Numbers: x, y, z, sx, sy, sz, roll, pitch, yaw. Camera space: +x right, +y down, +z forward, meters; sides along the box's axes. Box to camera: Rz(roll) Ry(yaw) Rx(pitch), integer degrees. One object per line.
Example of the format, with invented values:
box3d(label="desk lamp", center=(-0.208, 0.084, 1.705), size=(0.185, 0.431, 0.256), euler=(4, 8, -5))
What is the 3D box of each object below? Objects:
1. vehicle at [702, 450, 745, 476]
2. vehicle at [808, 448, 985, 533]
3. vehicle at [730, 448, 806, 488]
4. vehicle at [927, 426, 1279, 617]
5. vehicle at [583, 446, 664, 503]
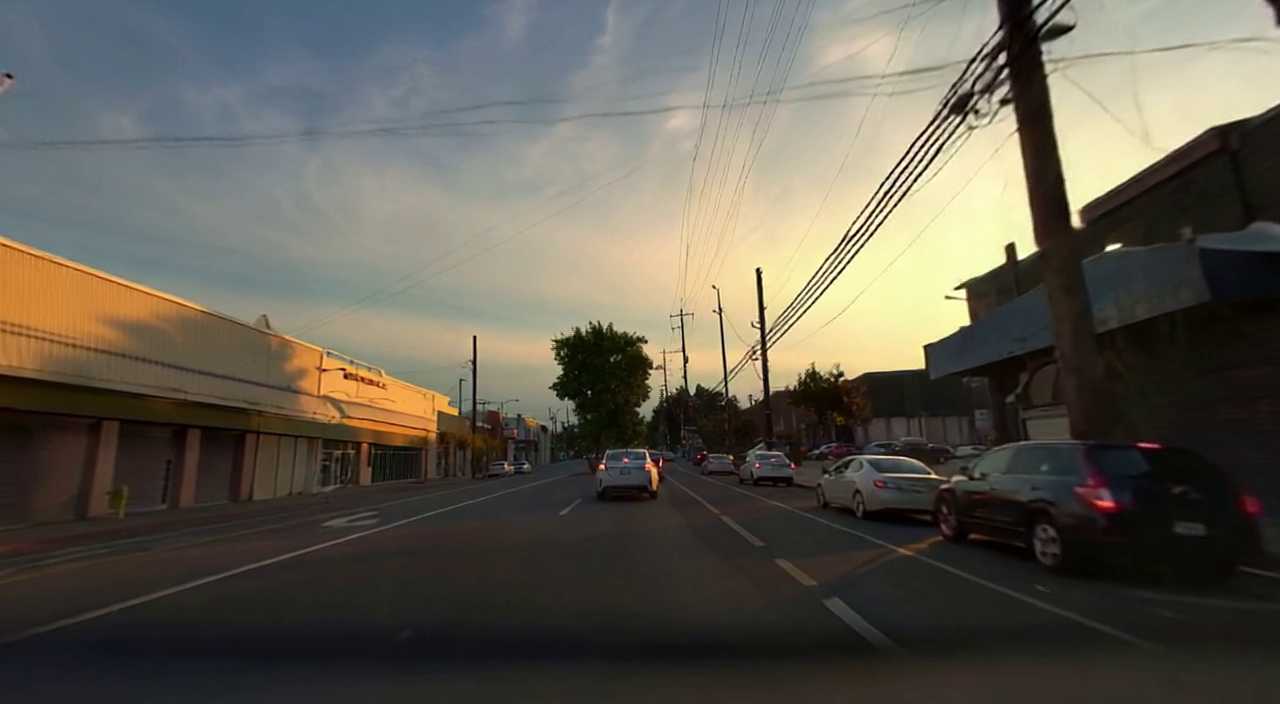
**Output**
box3d(label="vehicle", center=(5.209, 7.013, 40.118), size=(1.987, 1.459, 4.677), euler=(0, -8, -1))
box3d(label="vehicle", center=(4.997, 2.721, 13.069), size=(1.761, 1.413, 4.272), euler=(0, -8, -2))
box3d(label="vehicle", center=(5.261, 4.819, 26.659), size=(2.108, 1.471, 4.948), euler=(0, -8, -1))
box3d(label="vehicle", center=(5.121, 1.717, 7.299), size=(1.779, 1.592, 3.740), euler=(0, -8, -1))
box3d(label="vehicle", center=(-0.413, 3.508, 18.579), size=(2.116, 1.479, 3.980), euler=(0, -8, 0))
